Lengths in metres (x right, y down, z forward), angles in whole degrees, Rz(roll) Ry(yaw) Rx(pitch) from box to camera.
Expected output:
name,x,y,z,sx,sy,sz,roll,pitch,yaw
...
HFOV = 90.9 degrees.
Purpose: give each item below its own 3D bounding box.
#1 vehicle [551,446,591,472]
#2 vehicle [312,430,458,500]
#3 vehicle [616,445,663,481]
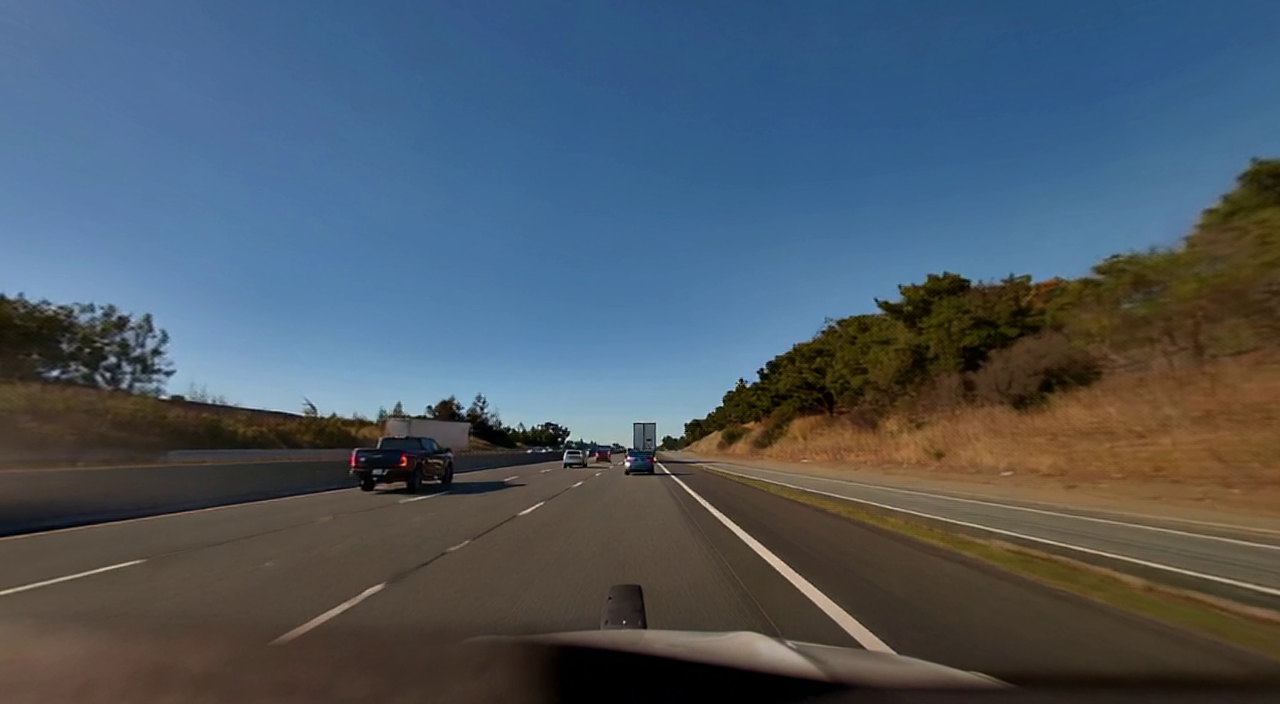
name,x,y,z,sx,sy,sz,roll,pitch,yaw
vehicle,-4.360,6.847,40.512,2.018,1.504,4.431,0,-9,1
vehicle,-7.719,3.493,19.881,2.316,1.875,5.337,0,-9,1
vehicle,-0.024,4.972,28.461,1.991,1.507,3.391,0,-9,0
